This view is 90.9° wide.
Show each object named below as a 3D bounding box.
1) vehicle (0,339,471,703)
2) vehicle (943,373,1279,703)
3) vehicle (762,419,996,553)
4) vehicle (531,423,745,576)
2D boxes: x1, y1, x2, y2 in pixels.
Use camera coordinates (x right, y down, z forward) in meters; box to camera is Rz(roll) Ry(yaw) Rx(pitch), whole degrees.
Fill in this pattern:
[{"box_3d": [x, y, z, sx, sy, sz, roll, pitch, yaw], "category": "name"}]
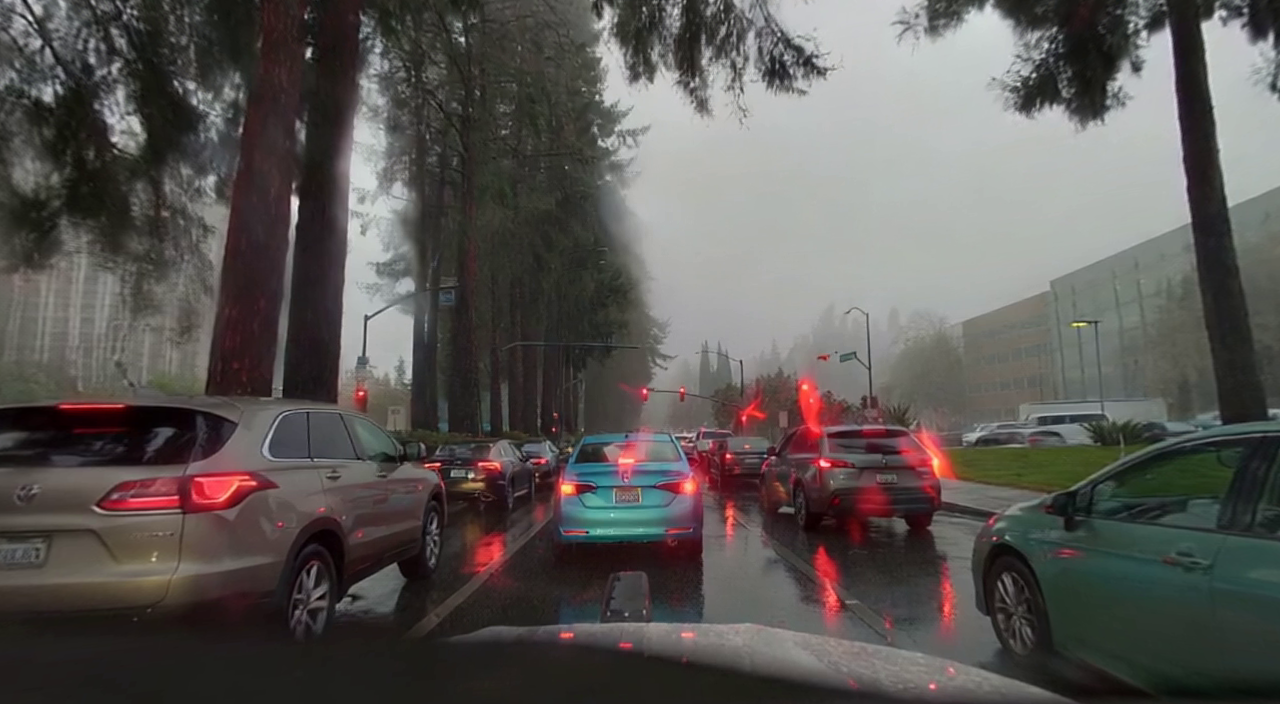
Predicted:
[{"box_3d": [-3.140, 1.157, 5.116, 2.168, 1.750, 4.625, -1, -8, 1], "category": "vehicle"}, {"box_3d": [3.320, 0.958, 2.895, 1.899, 1.588, 3.888, 0, -8, 0], "category": "vehicle"}, {"box_3d": [3.400, 1.998, 10.084, 2.040, 1.647, 4.379, 0, -8, 1], "category": "vehicle"}, {"box_3d": [-0.029, 1.785, 8.387, 2.147, 1.507, 3.953, 0, -8, 0], "category": "vehicle"}]
